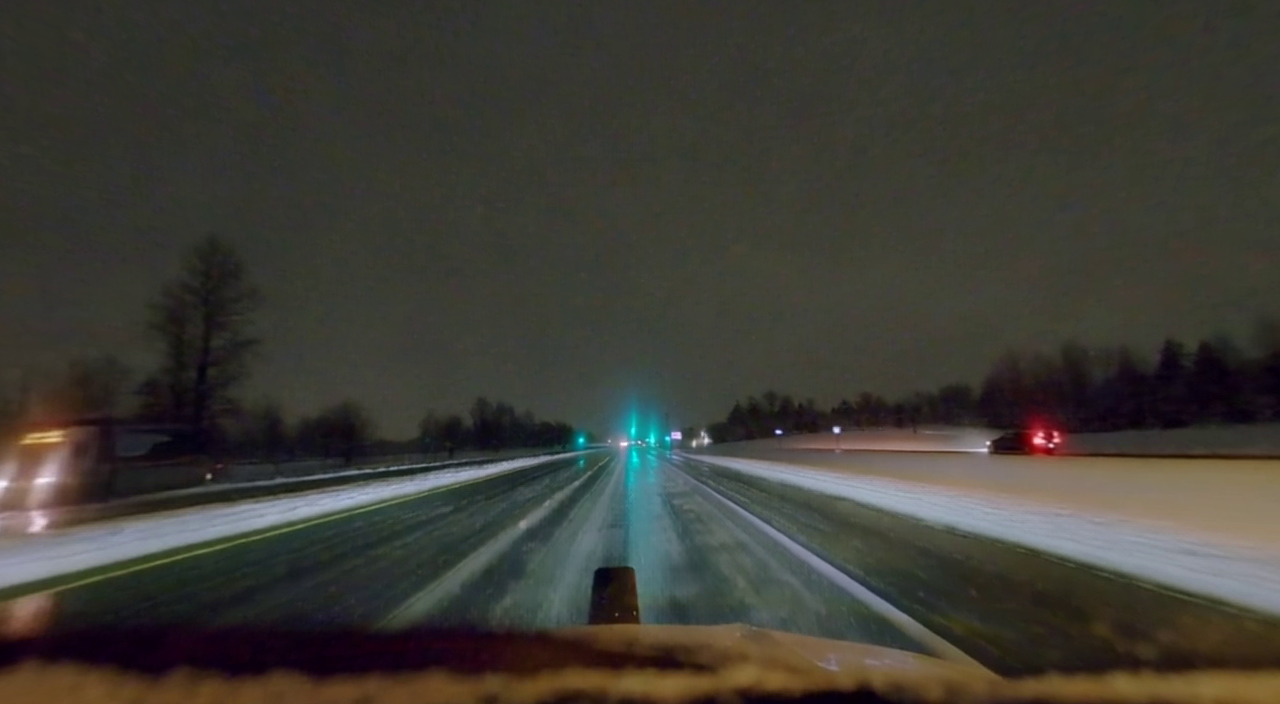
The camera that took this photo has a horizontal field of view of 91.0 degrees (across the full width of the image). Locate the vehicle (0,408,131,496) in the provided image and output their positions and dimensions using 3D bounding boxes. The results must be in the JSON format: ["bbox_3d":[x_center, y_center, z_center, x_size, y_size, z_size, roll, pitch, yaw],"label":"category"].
[{"bbox_3d":[-29.283,4.894,31.139,3.028,3.909,5.951,-1,-8,0],"label":"vehicle"}]
